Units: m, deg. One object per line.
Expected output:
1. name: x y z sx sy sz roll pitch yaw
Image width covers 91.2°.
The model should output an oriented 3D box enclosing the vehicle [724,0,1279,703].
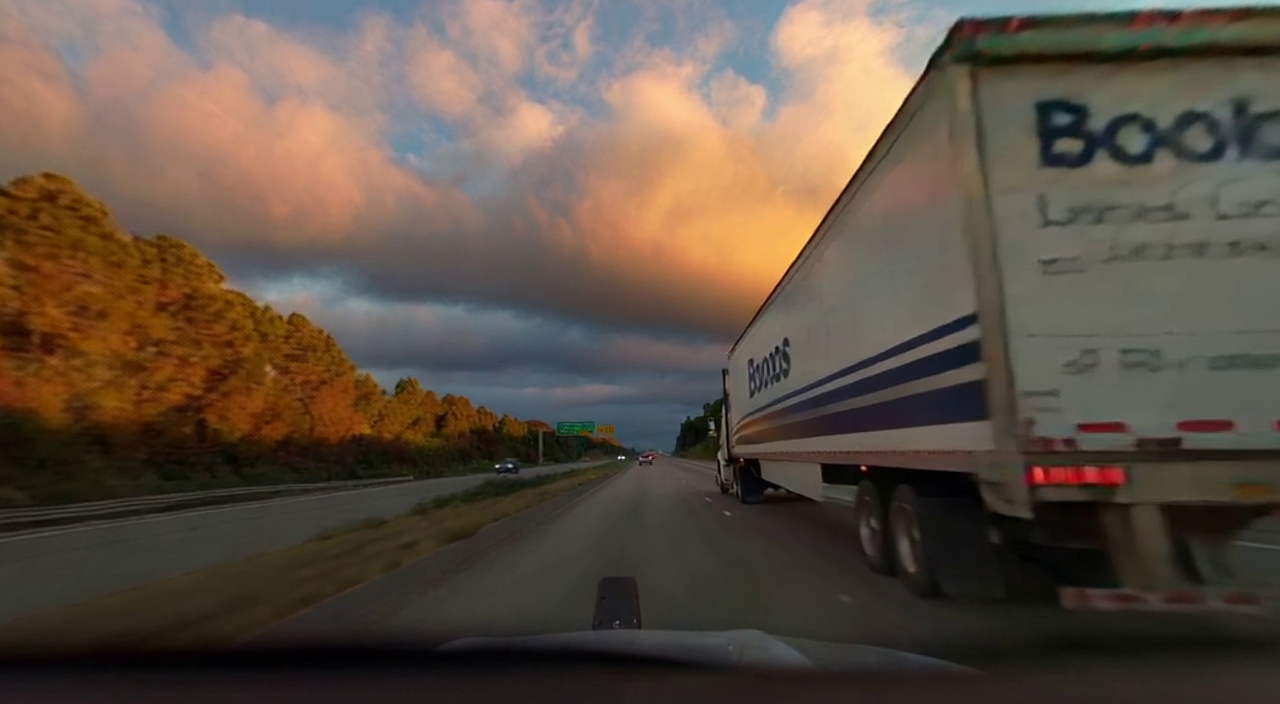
1. vehicle: 4.236 0.857 10.303 3.537 4.071 17.399 -1 -9 1
